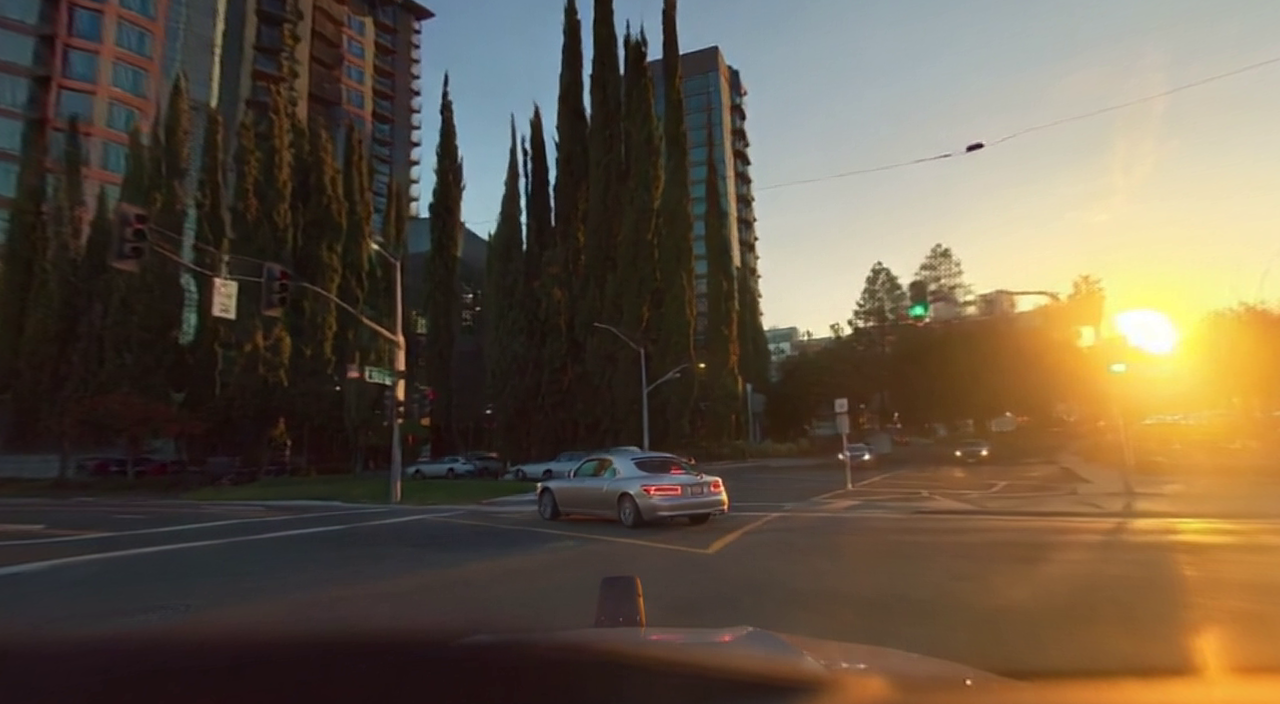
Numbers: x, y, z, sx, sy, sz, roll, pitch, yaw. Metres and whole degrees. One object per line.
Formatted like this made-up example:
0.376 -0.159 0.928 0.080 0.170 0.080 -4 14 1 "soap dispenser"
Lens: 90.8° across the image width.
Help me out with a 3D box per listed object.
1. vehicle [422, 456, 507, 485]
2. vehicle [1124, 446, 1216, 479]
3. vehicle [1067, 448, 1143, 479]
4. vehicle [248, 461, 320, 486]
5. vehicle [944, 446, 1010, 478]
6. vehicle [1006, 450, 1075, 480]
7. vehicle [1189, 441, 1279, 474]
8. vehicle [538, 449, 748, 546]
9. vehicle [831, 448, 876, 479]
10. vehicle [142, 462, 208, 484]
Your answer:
-9.747 6.542 35.145 4.207 1.508 1.875 -3 -9 20 "vehicle"
24.341 5.065 29.193 2.006 1.371 3.426 -3 -9 17 "vehicle"
21.787 5.218 29.736 1.692 1.343 3.352 -2 -9 15 "vehicle"
-23.116 7.890 41.161 1.709 1.410 3.945 -3 -9 16 "vehicle"
16.640 5.429 31.393 1.983 1.453 4.180 -3 -9 16 "vehicle"
19.505 5.494 30.927 1.889 1.358 3.751 -3 -9 18 "vehicle"
26.884 4.767 28.637 1.704 1.365 3.315 -3 -9 18 "vehicle"
-0.119 2.687 12.433 1.903 1.529 4.254 7 -11 -37 "vehicle"
11.178 5.826 33.320 2.024 1.489 4.613 -3 -9 17 "vehicle"
-32.535 8.433 44.278 1.627 1.392 3.330 -3 -9 16 "vehicle"
